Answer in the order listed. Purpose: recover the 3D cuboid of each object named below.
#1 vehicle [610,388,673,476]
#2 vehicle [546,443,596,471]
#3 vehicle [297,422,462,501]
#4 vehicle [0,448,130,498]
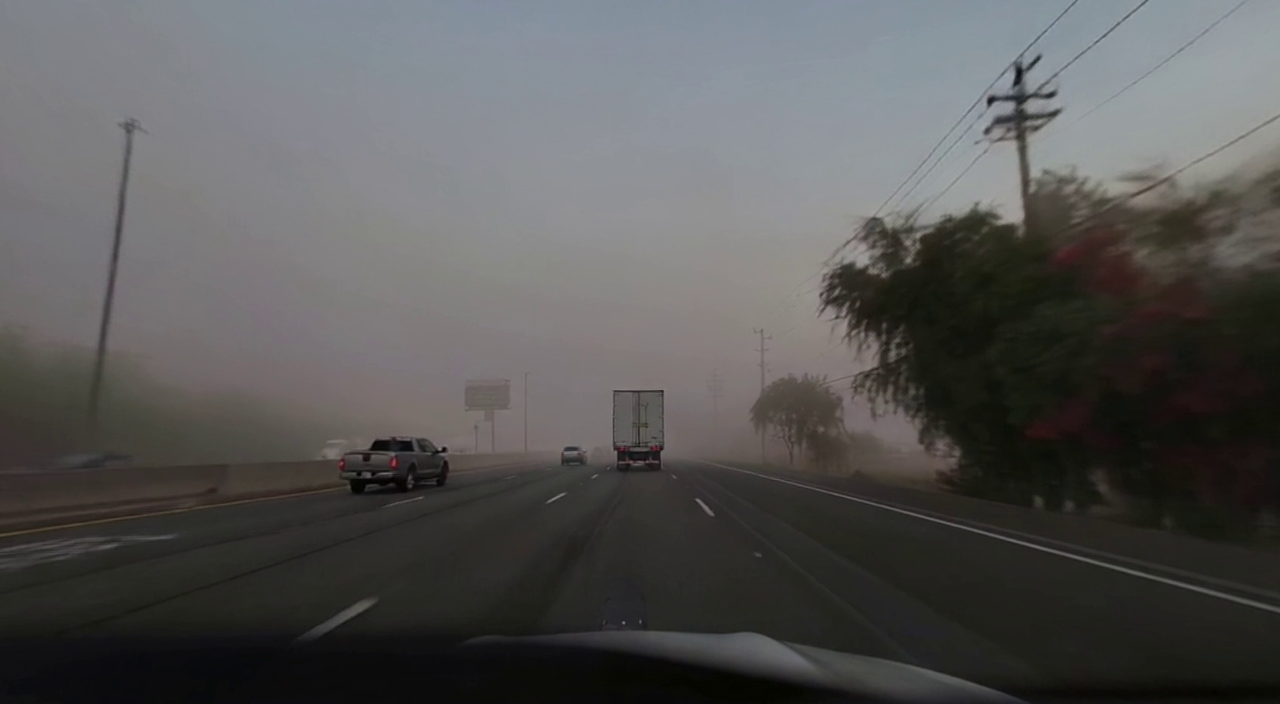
[{"bbox_3d":[0.159,4.473,34.698,2.879,4.027,11.243,0,-8,1],"label":"vehicle"},{"bbox_3d":[-3.776,5.857,35.391,2.138,1.469,4.677,-1,-8,2],"label":"vehicle"},{"bbox_3d":[-7.289,3.127,18.574,2.263,1.936,5.802,0,-8,2],"label":"vehicle"},{"bbox_3d":[-18.869,3.830,20.378,1.555,1.411,3.783,0,-8,1],"label":"vehicle"}]
